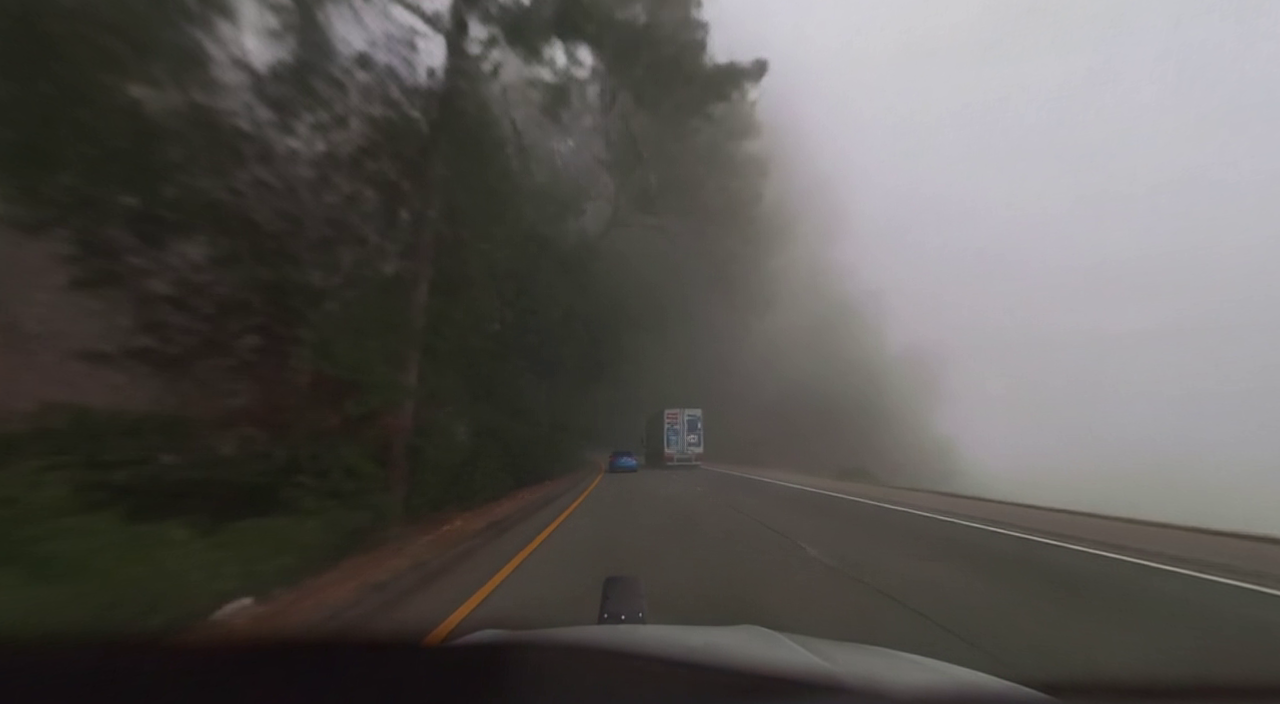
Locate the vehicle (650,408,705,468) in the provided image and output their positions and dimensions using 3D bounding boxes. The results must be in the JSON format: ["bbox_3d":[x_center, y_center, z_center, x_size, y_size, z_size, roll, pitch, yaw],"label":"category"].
[{"bbox_3d":[2.618,6.931,49.696,2.951,4.012,14.203,1,-9,-2],"label":"vehicle"}]

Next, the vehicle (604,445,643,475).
[{"bbox_3d":[-0.843,5.599,32.850,1.913,1.460,3.610,0,-9,-2],"label":"vehicle"}]
